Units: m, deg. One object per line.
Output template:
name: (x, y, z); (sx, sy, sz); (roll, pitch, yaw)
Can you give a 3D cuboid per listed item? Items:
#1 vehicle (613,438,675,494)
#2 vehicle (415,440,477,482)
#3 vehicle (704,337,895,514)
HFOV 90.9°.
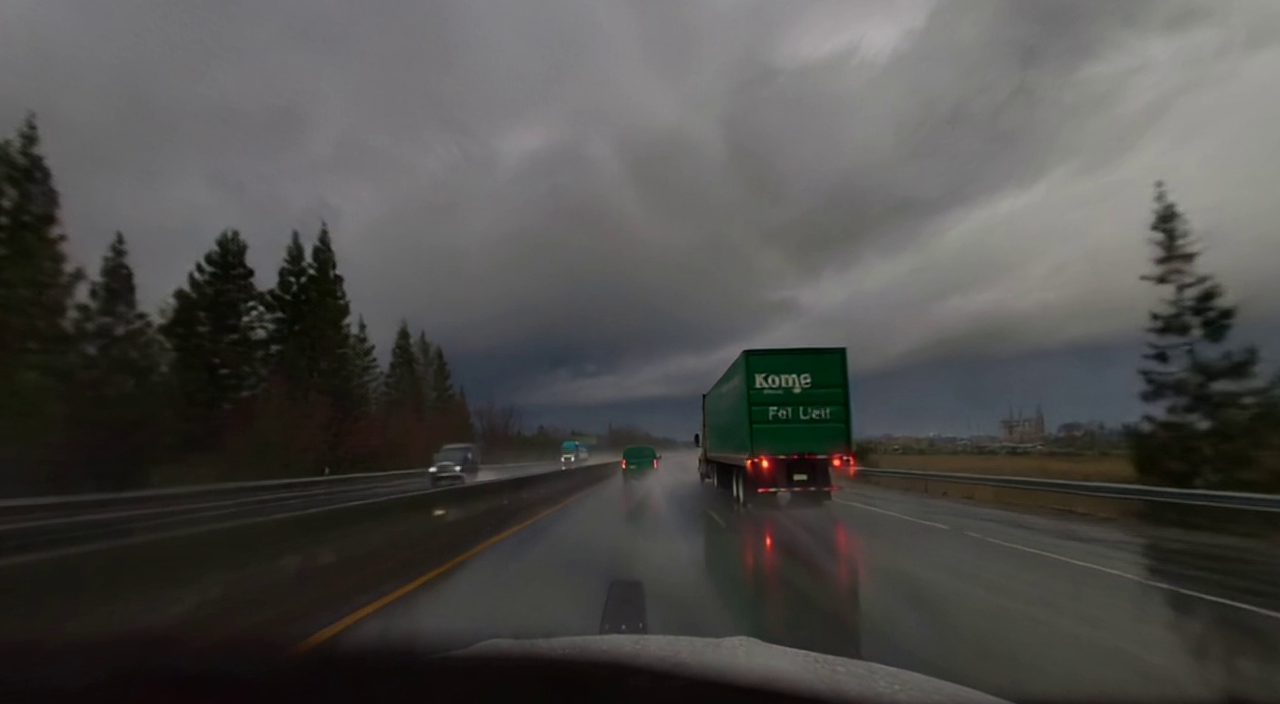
vehicle: (0.172, 4.177, 23.355); (2.105, 1.865, 4.102); (0, -9, 1)
vehicle: (-12.770, 7.211, 41.917); (2.227, 2.465, 5.698); (-2, -9, 1)
vehicle: (4.193, 2.616, 20.532); (3.030, 3.985, 12.707); (0, -9, 1)
